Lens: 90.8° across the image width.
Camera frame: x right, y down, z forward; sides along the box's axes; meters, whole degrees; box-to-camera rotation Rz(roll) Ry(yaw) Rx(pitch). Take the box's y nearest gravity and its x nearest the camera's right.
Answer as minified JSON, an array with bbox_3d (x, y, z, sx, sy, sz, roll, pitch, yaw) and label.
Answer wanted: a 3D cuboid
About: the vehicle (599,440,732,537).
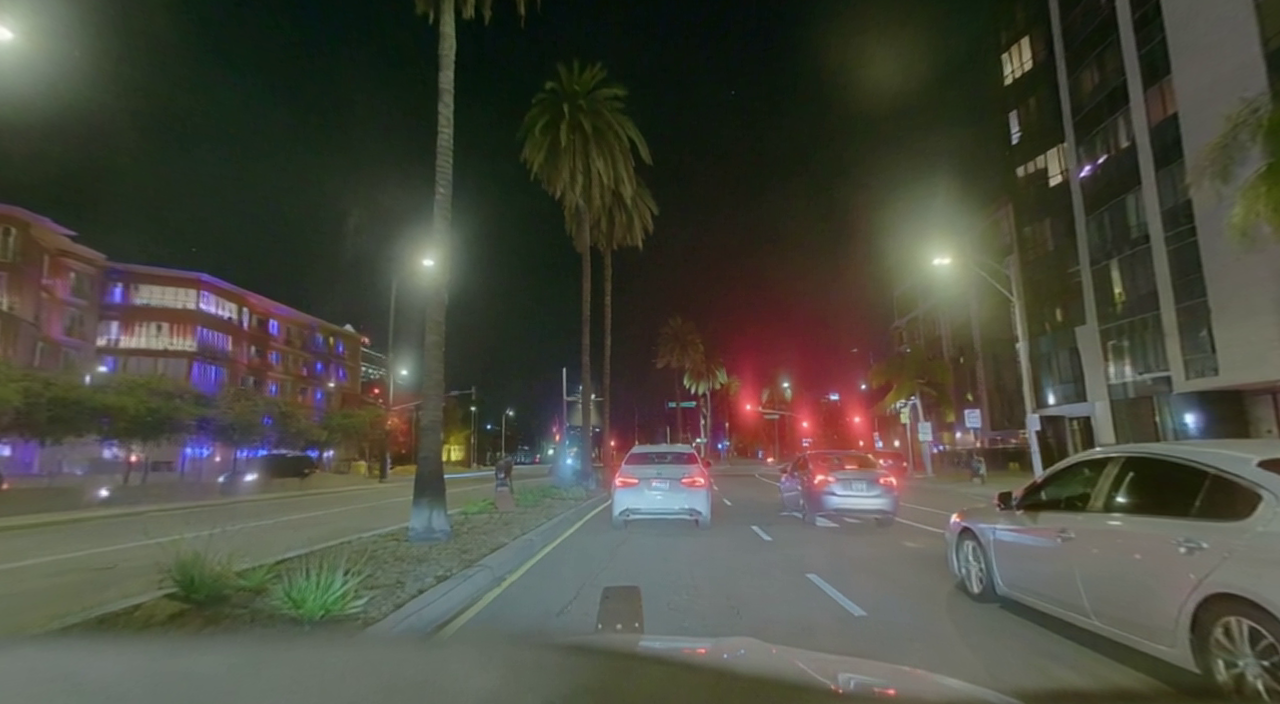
[{"bbox_3d":[0.489,2.433,11.833,2.078,1.503,3.681,-1,-9,3],"label":"vehicle"}]

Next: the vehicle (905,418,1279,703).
[{"bbox_3d":[3.640,1.265,4.276,1.913,1.469,4.425,-1,-9,2],"label":"vehicle"}]

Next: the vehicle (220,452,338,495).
[{"bbox_3d":[-15.644,5.248,27.714,2.078,1.662,4.436,-2,-9,9],"label":"vehicle"}]

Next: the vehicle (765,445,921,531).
[{"bbox_3d":[4.033,2.736,13.407,1.920,1.490,4.417,0,-9,1],"label":"vehicle"}]
